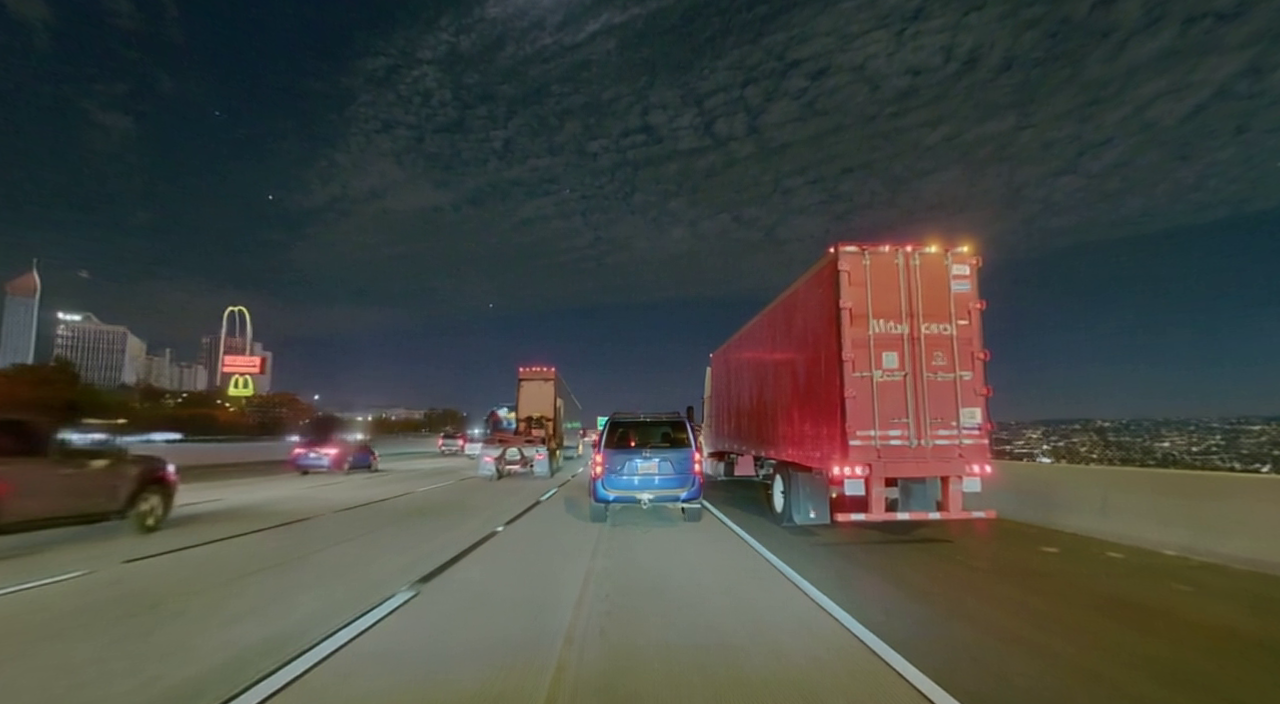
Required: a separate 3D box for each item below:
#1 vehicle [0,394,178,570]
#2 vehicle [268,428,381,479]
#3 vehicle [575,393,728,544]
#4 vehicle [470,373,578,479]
[{"bbox_3d":[-7.333,1.345,6.586,1.854,1.740,4.151,0,-9,-1],"label":"vehicle"},{"bbox_3d":[-11.669,3.800,23.739,1.915,1.710,4.670,0,-9,-1],"label":"vehicle"},{"bbox_3d":[0.081,1.788,10.132,1.947,1.910,4.040,0,-9,-2],"label":"vehicle"},{"bbox_3d":[-4.282,3.099,25.369,2.814,3.513,8.529,0,-9,-1],"label":"vehicle"}]
